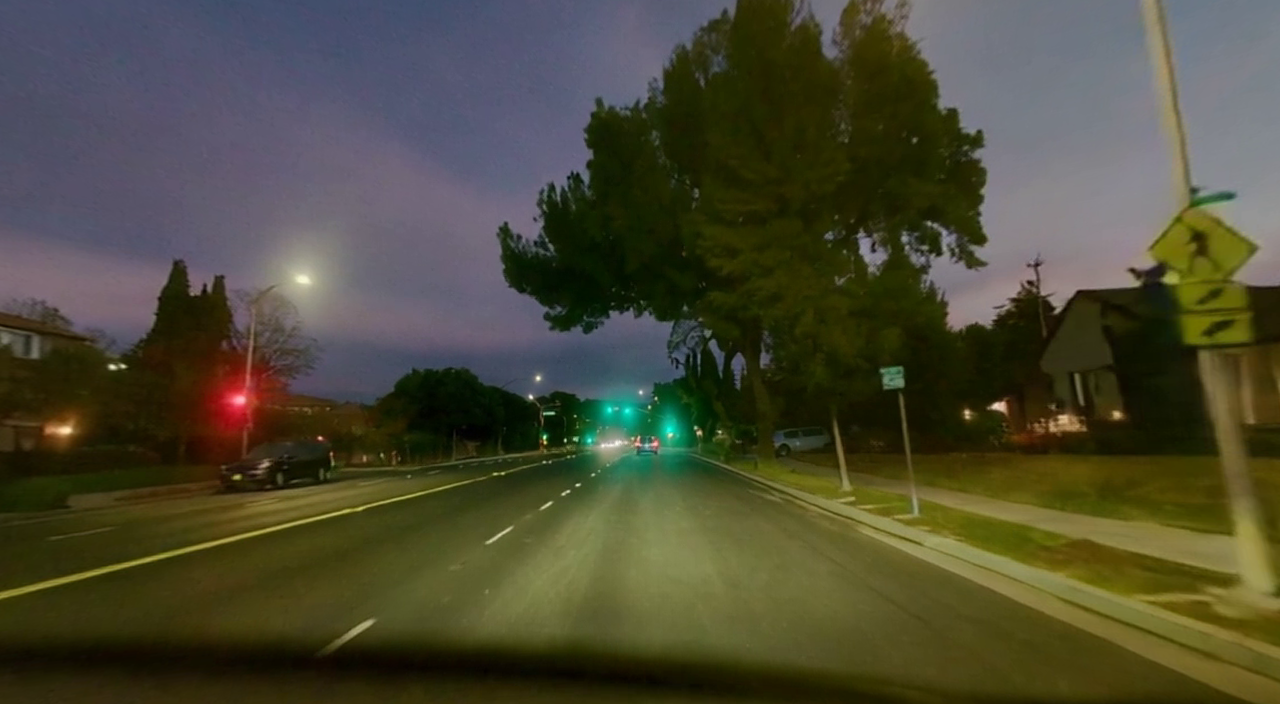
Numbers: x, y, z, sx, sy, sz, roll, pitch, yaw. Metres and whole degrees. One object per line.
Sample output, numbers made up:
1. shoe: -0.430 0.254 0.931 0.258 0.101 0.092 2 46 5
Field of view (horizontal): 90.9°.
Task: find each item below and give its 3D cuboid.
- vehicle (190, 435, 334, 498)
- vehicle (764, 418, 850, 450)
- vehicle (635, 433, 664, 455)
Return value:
1. vehicle: -14.134 4.227 24.081 2.337 1.850 5.448 -4 -6 -2
2. vehicle: 10.372 5.115 39.354 4.746 1.485 1.916 -6 -8 0
3. vehicle: 0.712 6.933 47.318 2.088 1.607 3.903 0 -9 1
